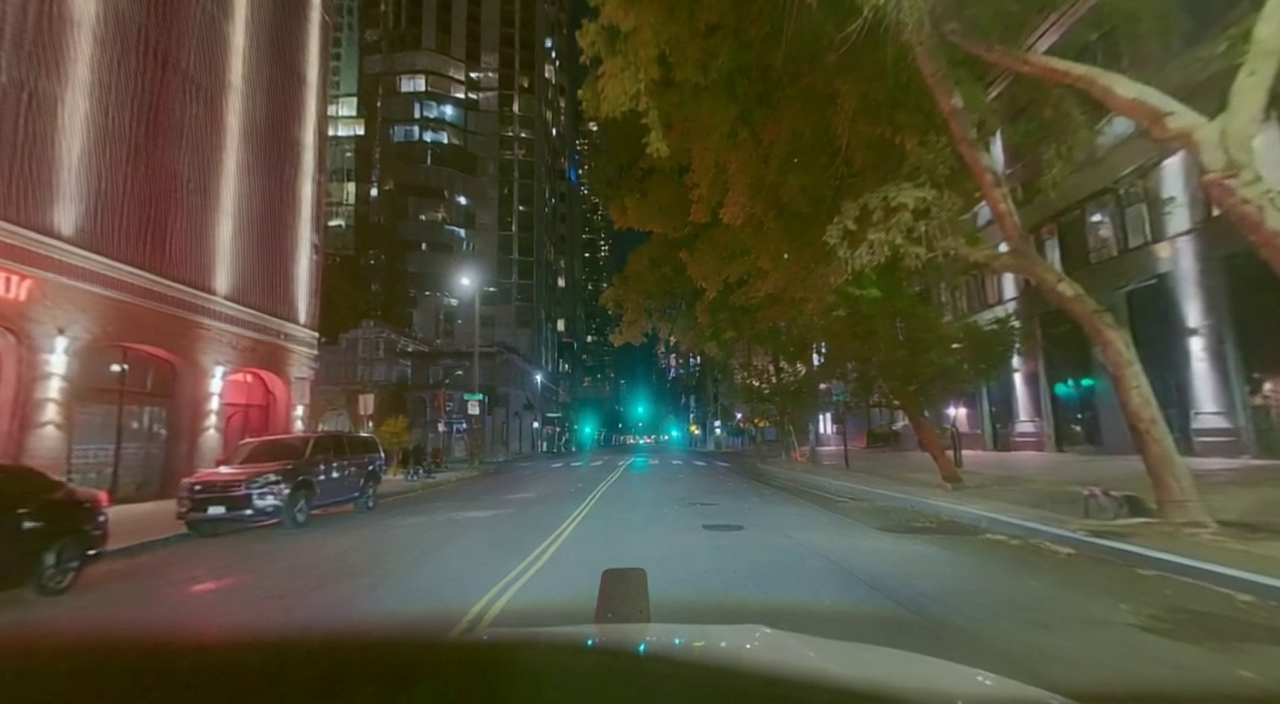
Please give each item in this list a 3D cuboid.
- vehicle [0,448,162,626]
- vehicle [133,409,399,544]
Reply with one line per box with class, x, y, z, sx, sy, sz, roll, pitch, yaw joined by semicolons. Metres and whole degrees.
vehicle;-6.735;1.626;5.008;2.270;1.539;4.855;-4;-9;-2
vehicle;-6.668;2.272;12.127;2.273;1.871;4.920;-4;-9;-2
